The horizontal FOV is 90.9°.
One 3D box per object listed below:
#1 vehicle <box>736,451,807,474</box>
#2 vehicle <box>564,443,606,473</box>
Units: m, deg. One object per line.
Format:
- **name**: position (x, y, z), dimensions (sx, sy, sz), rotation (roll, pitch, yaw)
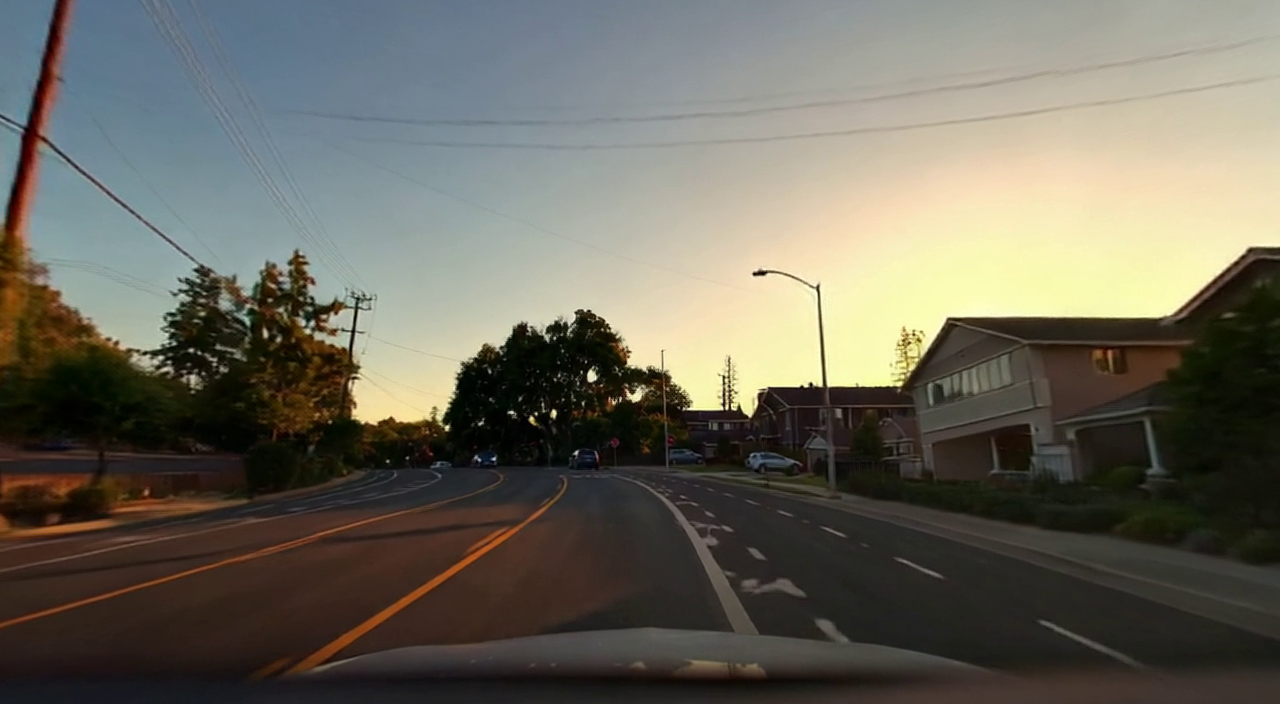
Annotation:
- **vehicle**: position (9.184, 7.716, 44.158), dimensions (4.383, 1.508, 1.884), rotation (1, -8, -10)
- **vehicle**: position (-3.816, 7.166, 42.909), dimensions (2.284, 1.741, 4.702), rotation (4, -8, -10)
